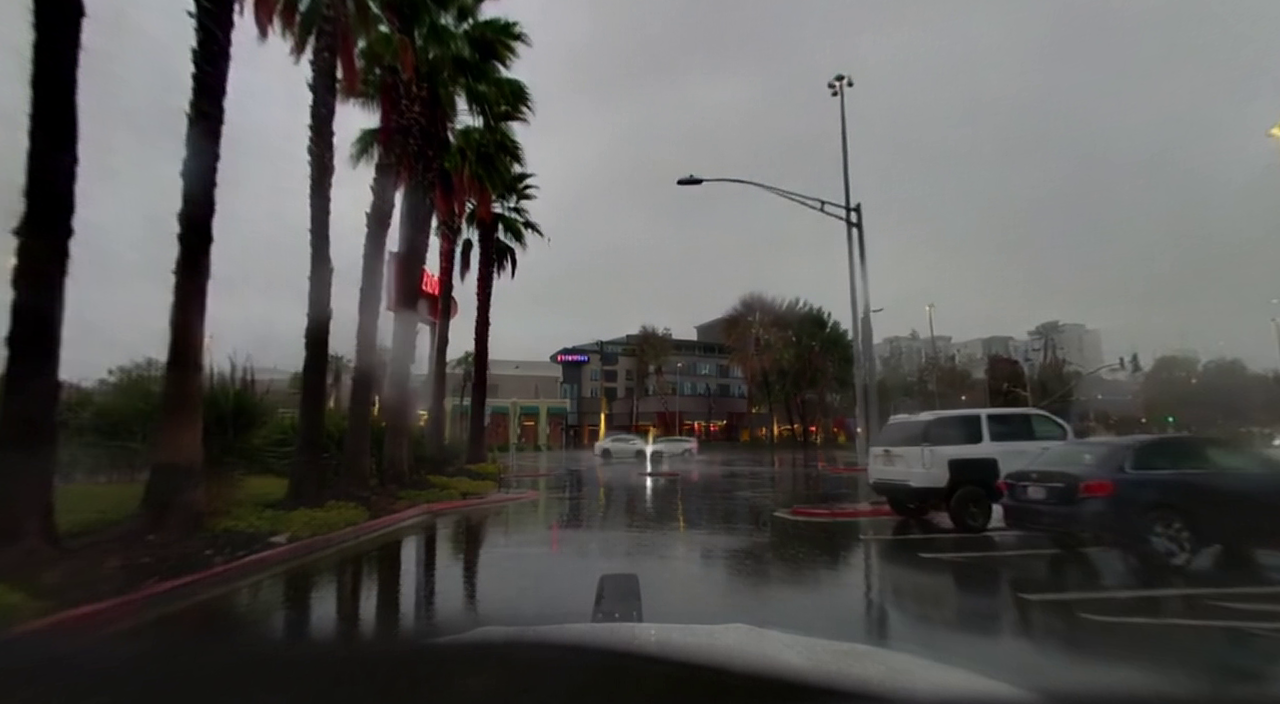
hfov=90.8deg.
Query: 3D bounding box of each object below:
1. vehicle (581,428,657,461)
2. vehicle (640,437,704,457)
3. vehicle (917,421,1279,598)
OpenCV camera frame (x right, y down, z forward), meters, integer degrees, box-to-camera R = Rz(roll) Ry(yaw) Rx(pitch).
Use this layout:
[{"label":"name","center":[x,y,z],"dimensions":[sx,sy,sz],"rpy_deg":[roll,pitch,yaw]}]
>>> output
[{"label":"vehicle","center":[-1.188,5.299,36.104],"dimensions":[4.211,1.756,2.158],"rpy_deg":[-1,-8,-1]},{"label":"vehicle","center":[2.423,7.373,49.110],"dimensions":[4.850,1.472,1.777],"rpy_deg":[0,-8,-1]},{"label":"vehicle","center":[5.800,1.519,6.796],"dimensions":[4.742,1.506,1.919],"rpy_deg":[0,-7,-5]}]
